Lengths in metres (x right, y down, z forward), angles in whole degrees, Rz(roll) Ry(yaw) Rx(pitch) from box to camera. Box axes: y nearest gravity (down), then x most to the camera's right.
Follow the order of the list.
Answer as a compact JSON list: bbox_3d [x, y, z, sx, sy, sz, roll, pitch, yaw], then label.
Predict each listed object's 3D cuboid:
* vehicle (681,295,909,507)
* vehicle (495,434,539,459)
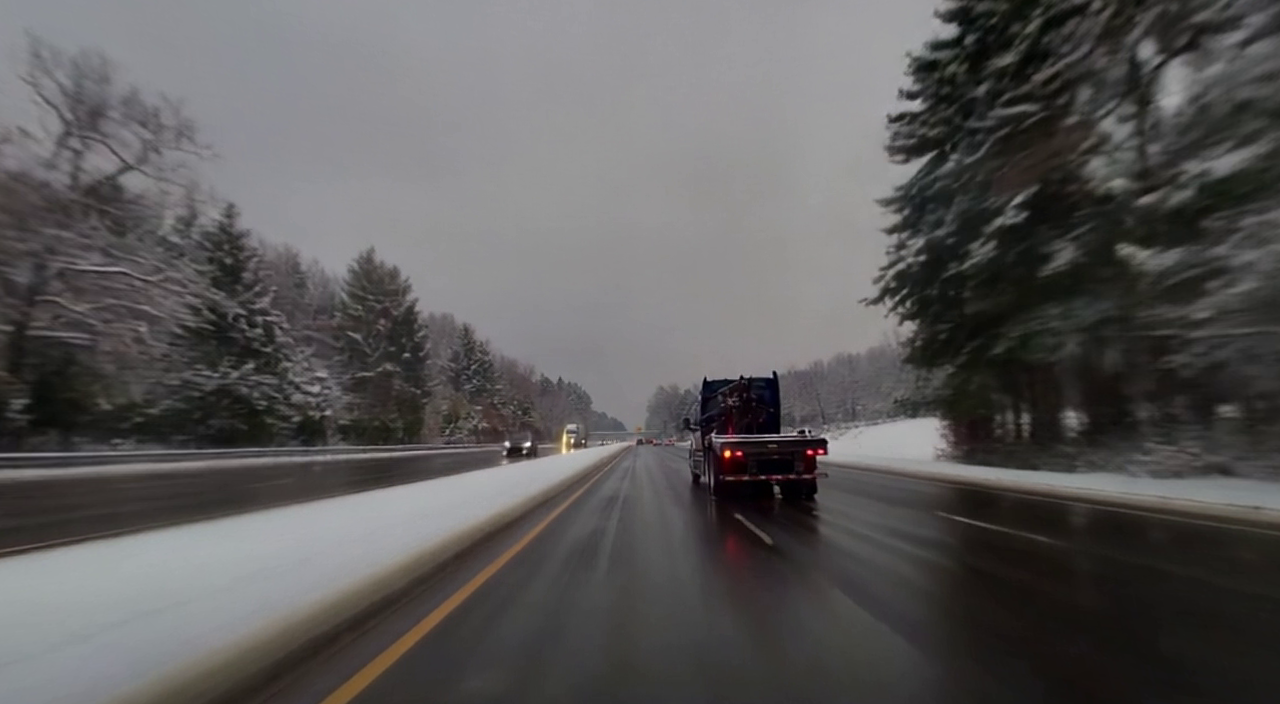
[{"bbox_3d":[3.557,1.947,19.755,3.691,4.331,13.909,0,-8,0],"label":"vehicle"},{"bbox_3d":[-8.246,6.401,42.620,1.986,1.541,4.670,0,-8,1],"label":"vehicle"}]
